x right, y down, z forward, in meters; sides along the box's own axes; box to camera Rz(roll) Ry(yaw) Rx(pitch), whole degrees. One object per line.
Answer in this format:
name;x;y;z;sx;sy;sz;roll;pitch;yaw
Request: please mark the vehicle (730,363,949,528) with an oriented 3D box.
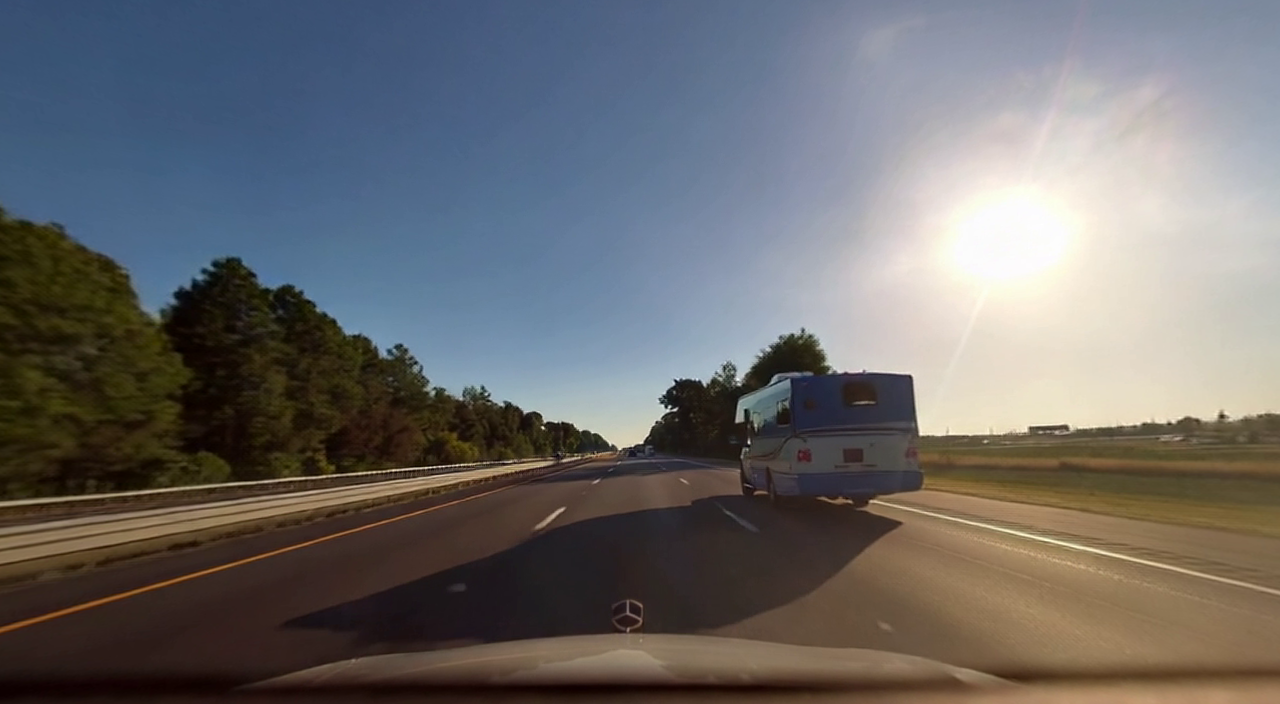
vehicle;3.803;2.047;13.835;2.556;2.763;6.287;0;-9;-1
